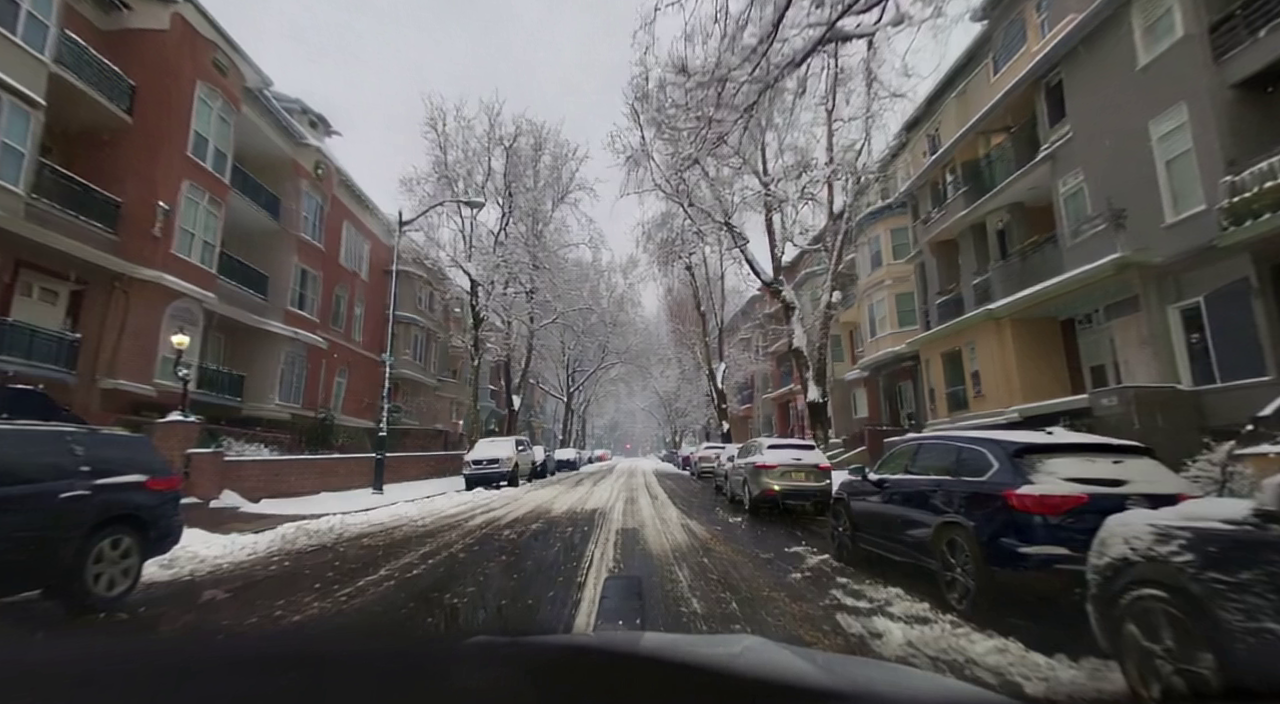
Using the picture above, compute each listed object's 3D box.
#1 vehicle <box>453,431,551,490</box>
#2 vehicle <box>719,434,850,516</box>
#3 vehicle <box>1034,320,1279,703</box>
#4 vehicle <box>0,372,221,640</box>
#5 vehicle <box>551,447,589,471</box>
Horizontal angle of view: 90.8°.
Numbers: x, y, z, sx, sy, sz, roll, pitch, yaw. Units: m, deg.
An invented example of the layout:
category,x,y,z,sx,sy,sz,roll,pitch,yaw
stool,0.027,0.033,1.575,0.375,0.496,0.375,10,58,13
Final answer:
category,x,y,z,sx,sy,sz,roll,pitch,yaw
vehicle,-5.554,4.518,26.408,2.596,2.152,5.689,-1,-10,2
vehicle,3.518,3.090,16.558,2.216,1.790,5.077,0,-8,0
vehicle,3.686,0.668,1.460,2.208,1.893,5.037,0,-8,-1
vehicle,-5.877,1.061,4.162,2.642,1.880,5.242,-1,-10,0
vehicle,-5.468,8.415,49.833,2.222,1.735,5.215,-1,-8,2
